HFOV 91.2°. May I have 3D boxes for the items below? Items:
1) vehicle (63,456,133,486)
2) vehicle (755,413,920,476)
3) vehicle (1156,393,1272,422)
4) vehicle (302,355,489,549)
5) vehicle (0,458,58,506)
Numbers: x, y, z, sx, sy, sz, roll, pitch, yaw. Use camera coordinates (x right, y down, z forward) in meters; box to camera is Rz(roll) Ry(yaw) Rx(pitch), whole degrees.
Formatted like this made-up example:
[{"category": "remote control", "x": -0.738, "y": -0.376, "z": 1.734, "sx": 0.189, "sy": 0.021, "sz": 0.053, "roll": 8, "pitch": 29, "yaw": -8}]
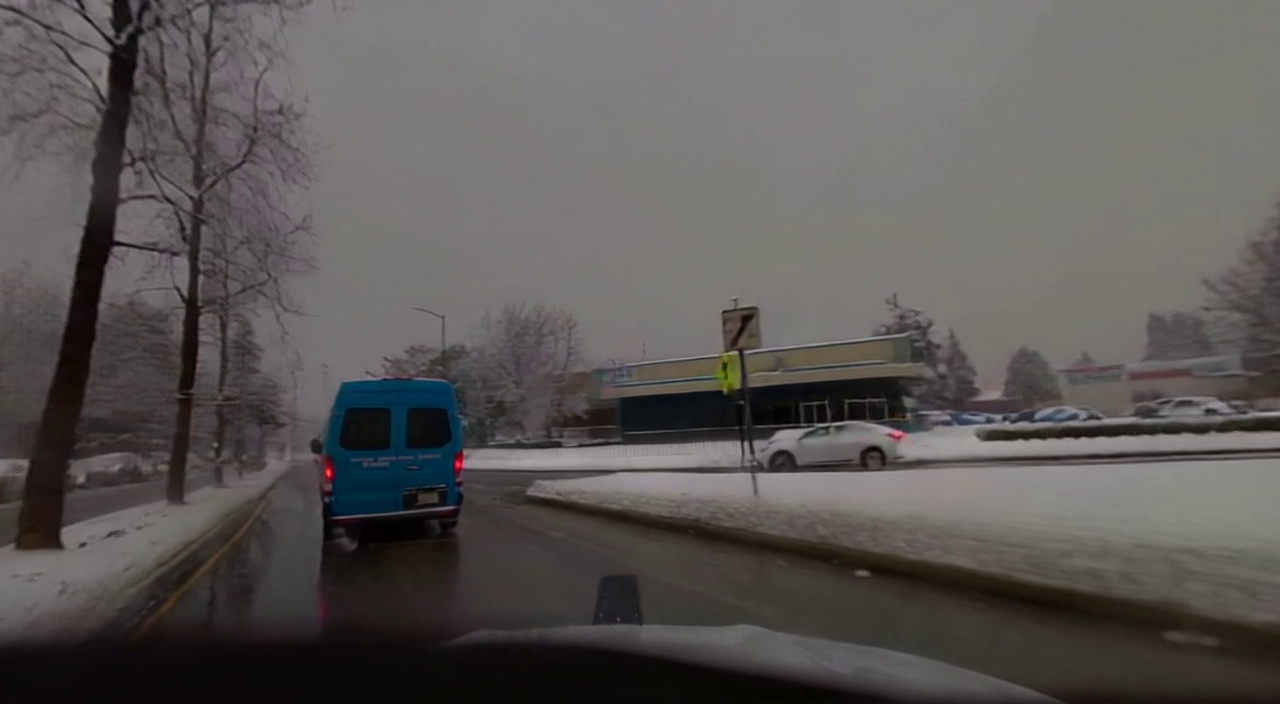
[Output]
[{"category": "vehicle", "x": -33.829, "y": 7.389, "z": 39.274, "sx": 1.938, "sy": 1.688, "sz": 4.523, "roll": 3, "pitch": -9, "yaw": -23}, {"category": "vehicle", "x": 5.461, "y": 2.632, "z": 17.662, "sx": 4.109, "sy": 1.592, "sz": 2.008, "roll": -3, "pitch": -9, "yaw": 16}, {"category": "vehicle", "x": 36.411, "y": 3.613, "z": 39.916, "sx": 2.003, "sy": 1.520, "sz": 4.883, "roll": 4, "pitch": -10, "yaw": -26}, {"category": "vehicle", "x": -4.735, "y": 1.801, "z": 11.611, "sx": 2.432, "sy": 2.624, "sz": 5.670, "roll": 4, "pitch": -10, "yaw": -27}, {"category": "vehicle", "x": -24.831, "y": 5.095, "z": 24.481, "sx": 2.114, "sy": 1.668, "sz": 3.747, "roll": -1, "pitch": -8, "yaw": -28}]
